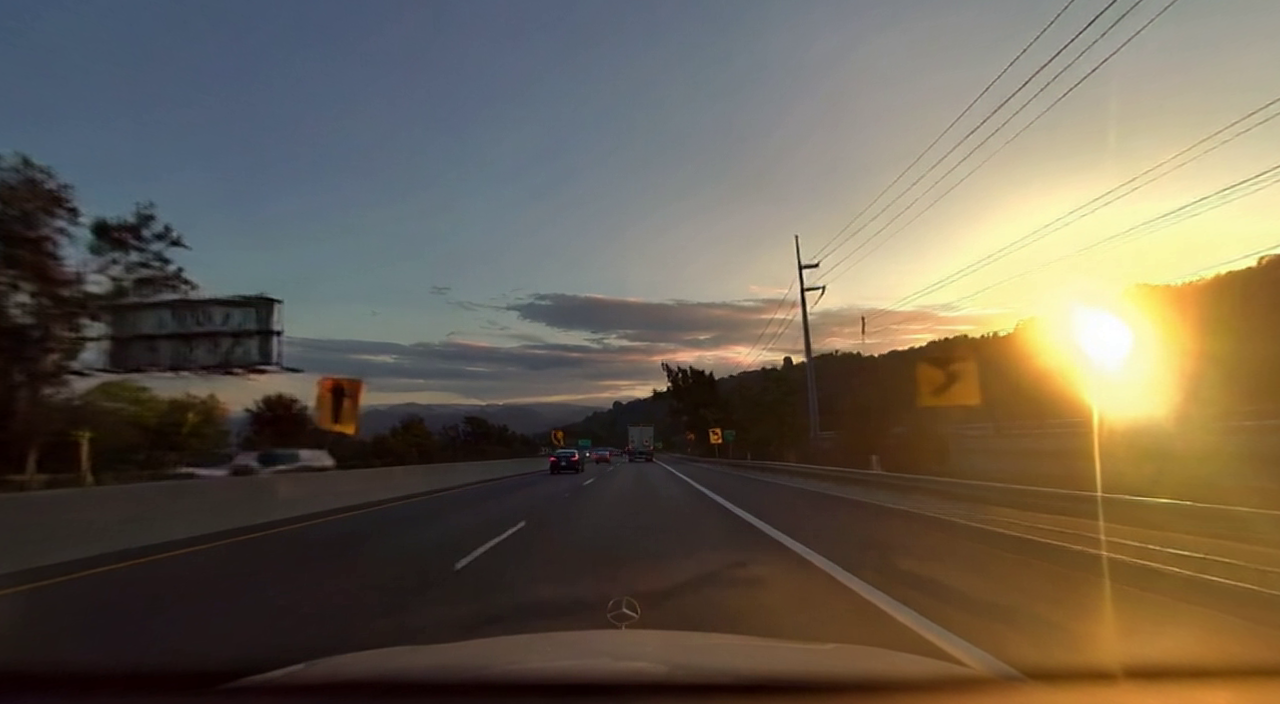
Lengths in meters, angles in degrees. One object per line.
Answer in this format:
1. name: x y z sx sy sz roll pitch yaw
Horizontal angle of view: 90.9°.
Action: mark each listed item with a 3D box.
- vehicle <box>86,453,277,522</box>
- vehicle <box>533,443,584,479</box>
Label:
1. vehicle: -12.339 3.622 17.452 1.849 1.593 4.548 0 -9 0
2. vehicle: -4.201 5.647 32.991 2.111 1.735 4.066 0 -9 0
